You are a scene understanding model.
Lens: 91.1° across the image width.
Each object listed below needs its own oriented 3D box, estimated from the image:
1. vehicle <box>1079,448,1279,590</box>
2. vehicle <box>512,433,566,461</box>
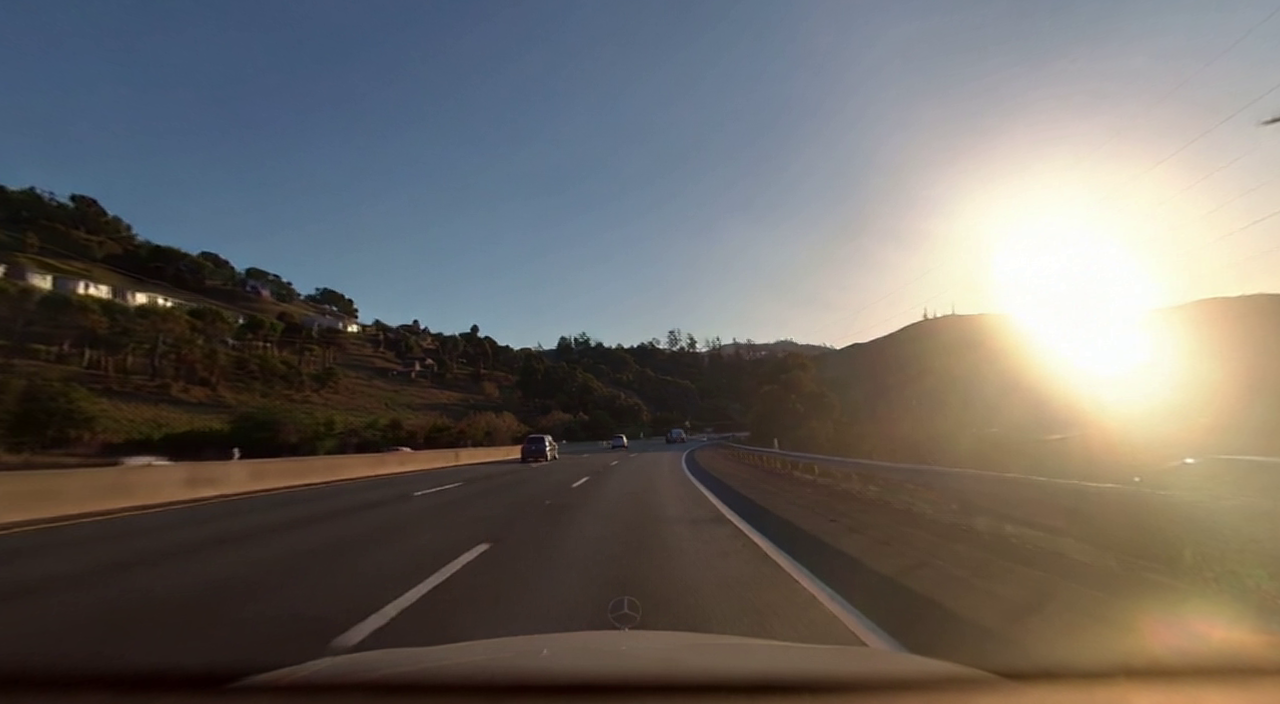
[{"bbox_3d":[10.267,2.565,10.123,2.325,1.972,5.577,0,-8,0],"label":"vehicle"},{"bbox_3d":[-5.744,5.463,36.232,2.010,1.489,4.456,-1,-8,5],"label":"vehicle"}]
